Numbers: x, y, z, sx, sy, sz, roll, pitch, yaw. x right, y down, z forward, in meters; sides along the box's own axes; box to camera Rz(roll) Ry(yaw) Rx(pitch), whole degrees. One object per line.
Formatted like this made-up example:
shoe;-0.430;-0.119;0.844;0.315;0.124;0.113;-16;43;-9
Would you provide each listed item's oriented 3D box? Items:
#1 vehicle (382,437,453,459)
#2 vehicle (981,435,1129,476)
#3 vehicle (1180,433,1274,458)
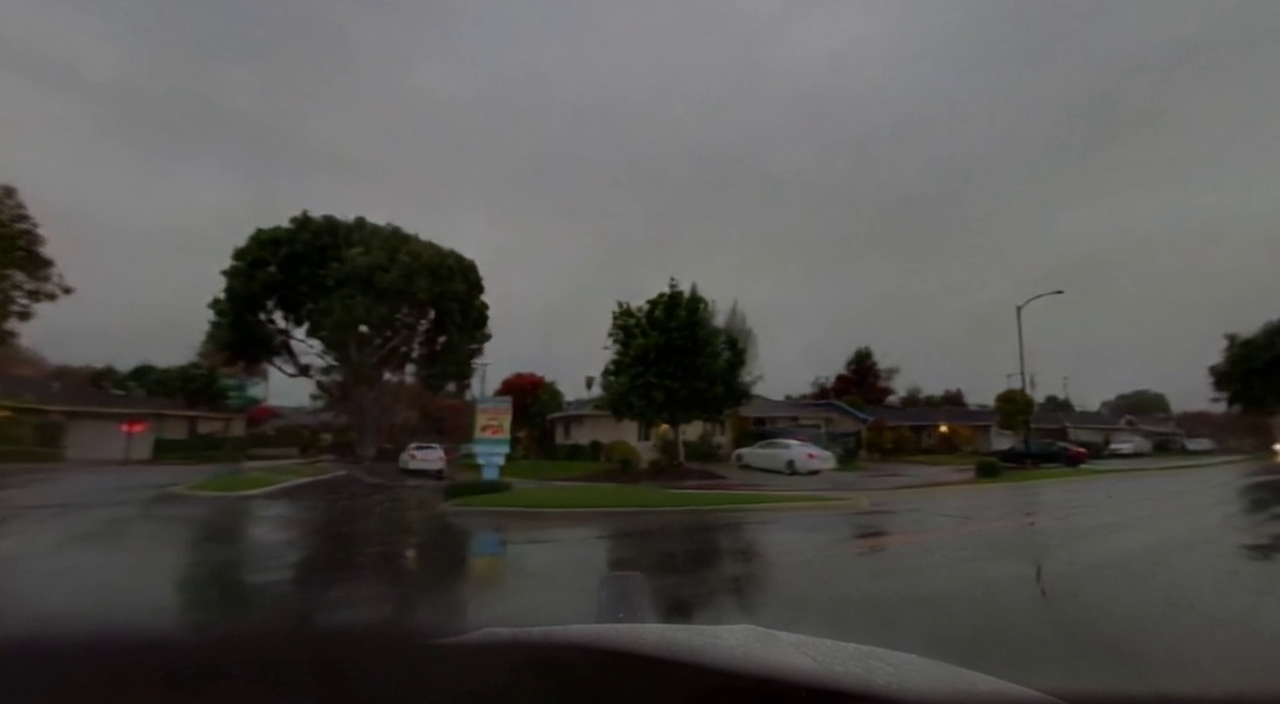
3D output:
vehicle;-15.529;6.735;44.272;4.585;1.457;1.899;3;-9;-17
vehicle;16.949;4.250;26.107;4.750;1.559;1.928;-4;-9;23
vehicle;44.248;7.085;47.732;4.620;1.695;2.004;-4;-10;17
